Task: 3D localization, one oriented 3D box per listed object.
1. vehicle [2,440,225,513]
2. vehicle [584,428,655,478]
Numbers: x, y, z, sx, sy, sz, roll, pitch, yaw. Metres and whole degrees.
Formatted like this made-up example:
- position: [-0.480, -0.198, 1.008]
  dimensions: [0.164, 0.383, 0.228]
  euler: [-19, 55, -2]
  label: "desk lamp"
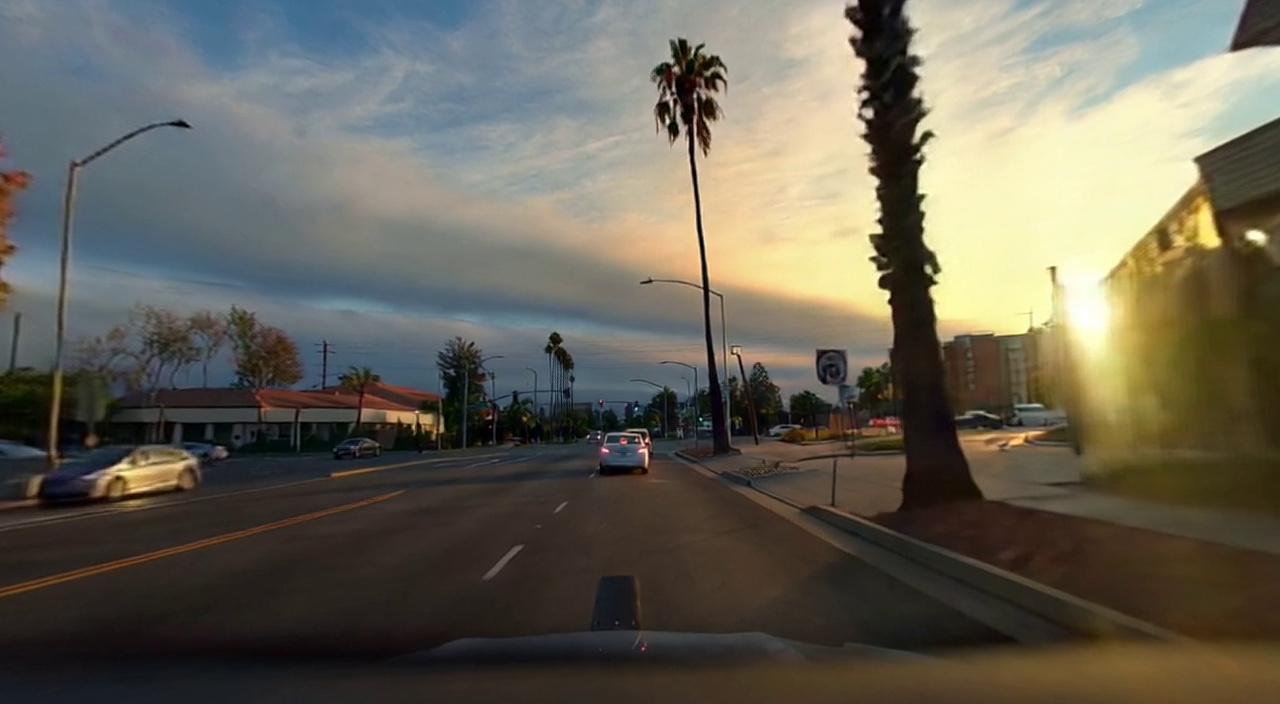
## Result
- position: [-12.525, 2.936, 15.568]
  dimensions: [1.903, 1.487, 4.784]
  euler: [1, -8, -8]
  label: "vehicle"
- position: [-0.589, 3.419, 21.509]
  dimensions: [2.060, 1.526, 3.859]
  euler: [-1, -8, 4]
  label: "vehicle"
